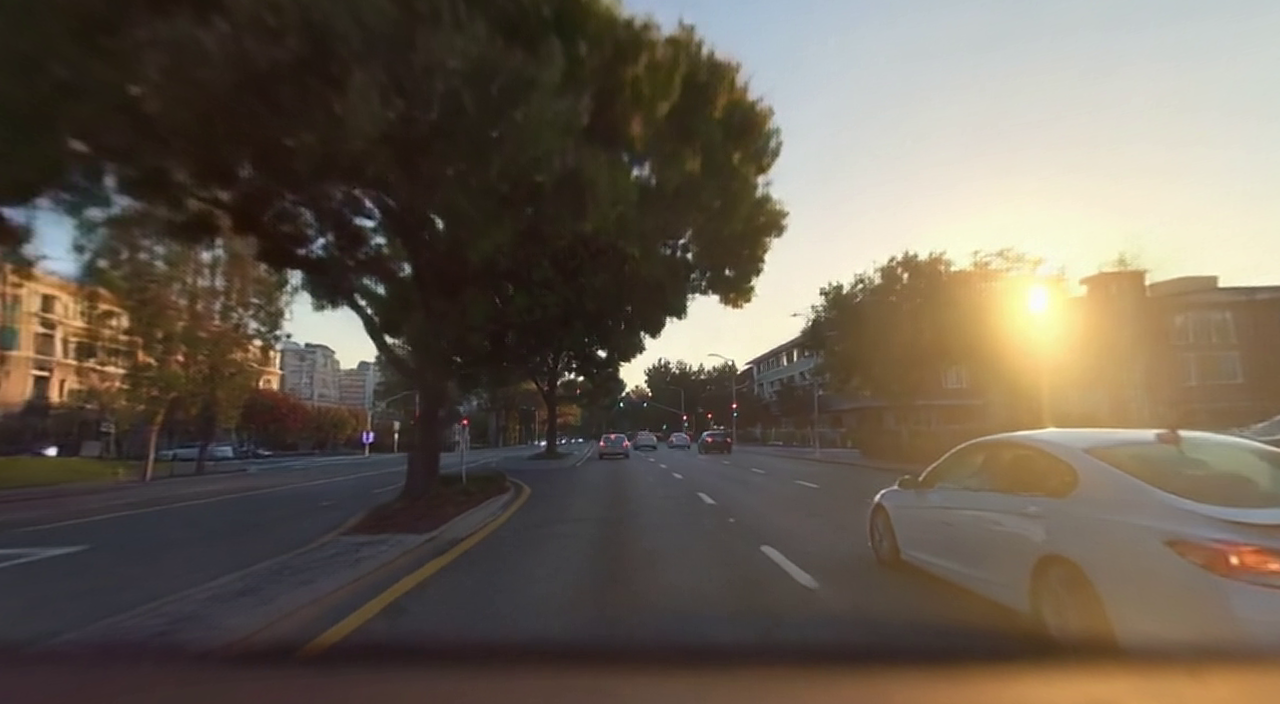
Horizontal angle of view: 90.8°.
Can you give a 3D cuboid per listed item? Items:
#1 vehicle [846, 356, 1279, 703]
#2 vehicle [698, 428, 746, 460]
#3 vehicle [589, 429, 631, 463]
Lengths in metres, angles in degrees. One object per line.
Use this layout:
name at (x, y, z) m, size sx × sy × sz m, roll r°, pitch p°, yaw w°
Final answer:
vehicle at (3.355, 1.142, 4.783) m, size 1.893 × 1.664 × 4.670 m, roll 0°, pitch -8°, yaw -1°
vehicle at (5.246, 5.956, 41.222) m, size 2.052 × 1.886 × 5.297 m, roll 0°, pitch -8°, yaw -5°
vehicle at (-1.639, 4.994, 33.730) m, size 2.101 × 1.641 × 4.341 m, roll 0°, pitch -8°, yaw -4°
